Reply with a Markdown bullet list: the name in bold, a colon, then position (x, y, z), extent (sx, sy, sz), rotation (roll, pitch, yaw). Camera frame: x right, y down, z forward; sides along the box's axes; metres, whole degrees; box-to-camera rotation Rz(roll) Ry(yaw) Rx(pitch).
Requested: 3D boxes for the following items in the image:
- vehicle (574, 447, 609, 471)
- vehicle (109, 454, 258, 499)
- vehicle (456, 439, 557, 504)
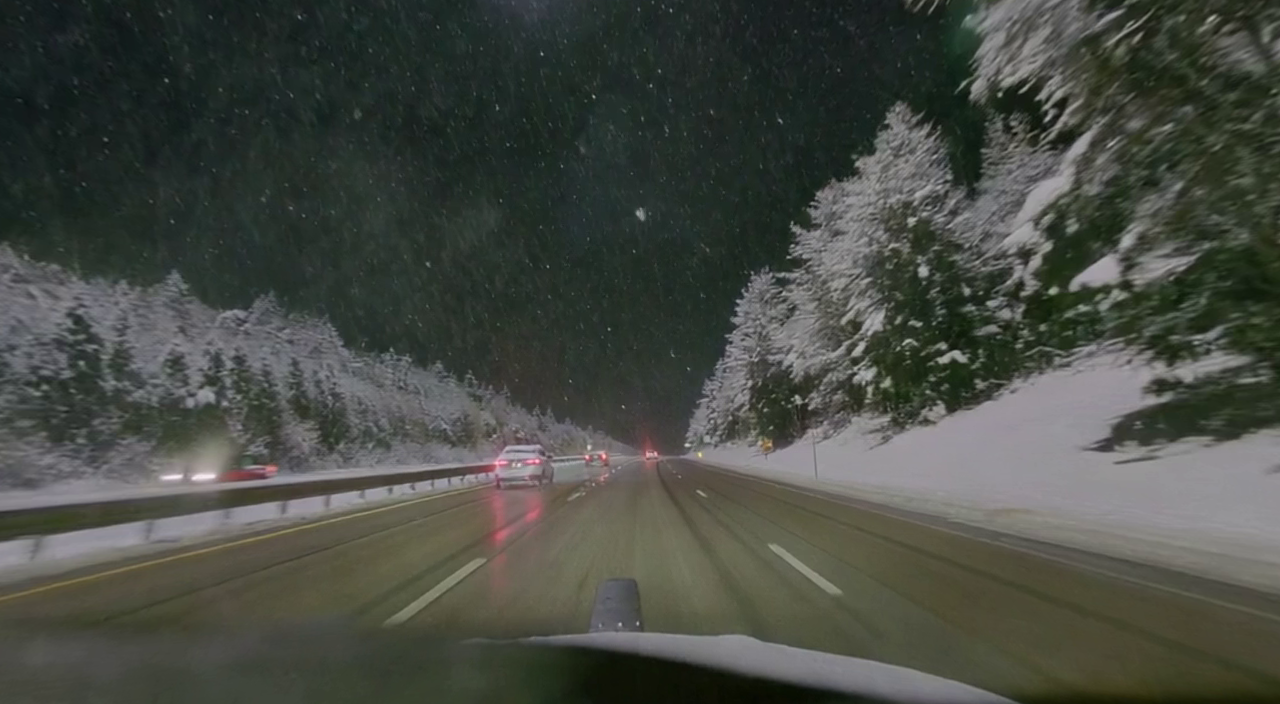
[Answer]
- **vehicle**: position (-3.318, 7.448, 44.046), extent (1.996, 1.565, 4.159), rotation (0, -9, 2)
- **vehicle**: position (-16.704, 4.548, 23.466), extent (1.974, 1.470, 4.704), rotation (0, -9, 1)
- **vehicle**: position (-3.595, 3.295, 17.765), extent (1.846, 1.600, 4.108), rotation (0, -9, 1)
